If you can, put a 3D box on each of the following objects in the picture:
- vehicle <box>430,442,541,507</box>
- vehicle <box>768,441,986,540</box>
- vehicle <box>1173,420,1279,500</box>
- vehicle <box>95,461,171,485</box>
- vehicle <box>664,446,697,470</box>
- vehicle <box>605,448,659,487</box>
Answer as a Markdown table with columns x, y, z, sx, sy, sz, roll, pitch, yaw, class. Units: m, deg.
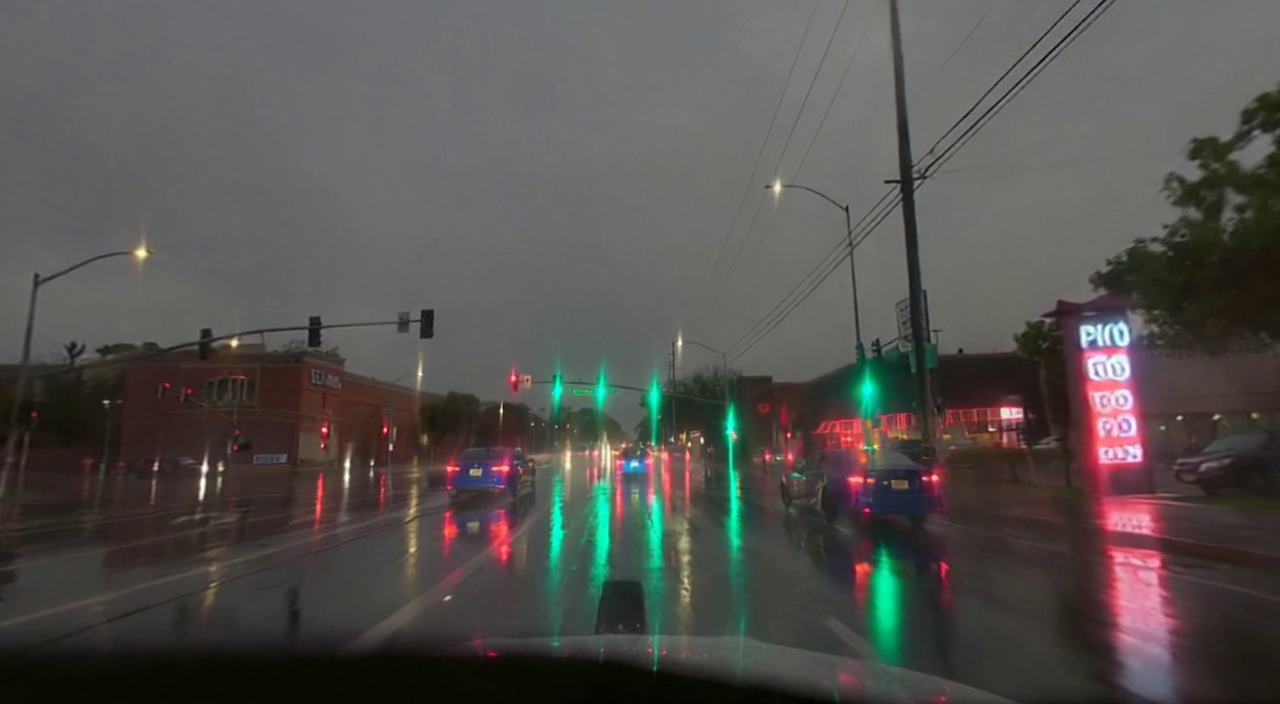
| x | y | z | sx | sy | sz | roll | pitch | yaw | class |
| --- | --- | --- | --- | --- | --- | --- | --- | --- | --- |
| -4.136 | 3.355 | 17.816 | 2.035 | 1.564 | 4.702 | 0 | -9 | -1 | vehicle |
| 4.173 | 2.507 | 12.253 | 2.119 | 1.479 | 4.910 | 0 | -9 | -3 | vehicle |
| 15.927 | 2.500 | 14.837 | 4.941 | 1.697 | 2.128 | 0 | -9 | -3 | vehicle |
| -37.684 | 9.009 | 47.046 | 3.931 | 1.653 | 2.134 | -1 | -9 | 6 | vehicle |
| 2.892 | 7.715 | 46.070 | 1.986 | 1.660 | 4.006 | 0 | -9 | -2 | vehicle |
| -0.366 | 4.774 | 26.459 | 2.072 | 1.473 | 4.139 | 0 | -9 | -2 | vehicle |
